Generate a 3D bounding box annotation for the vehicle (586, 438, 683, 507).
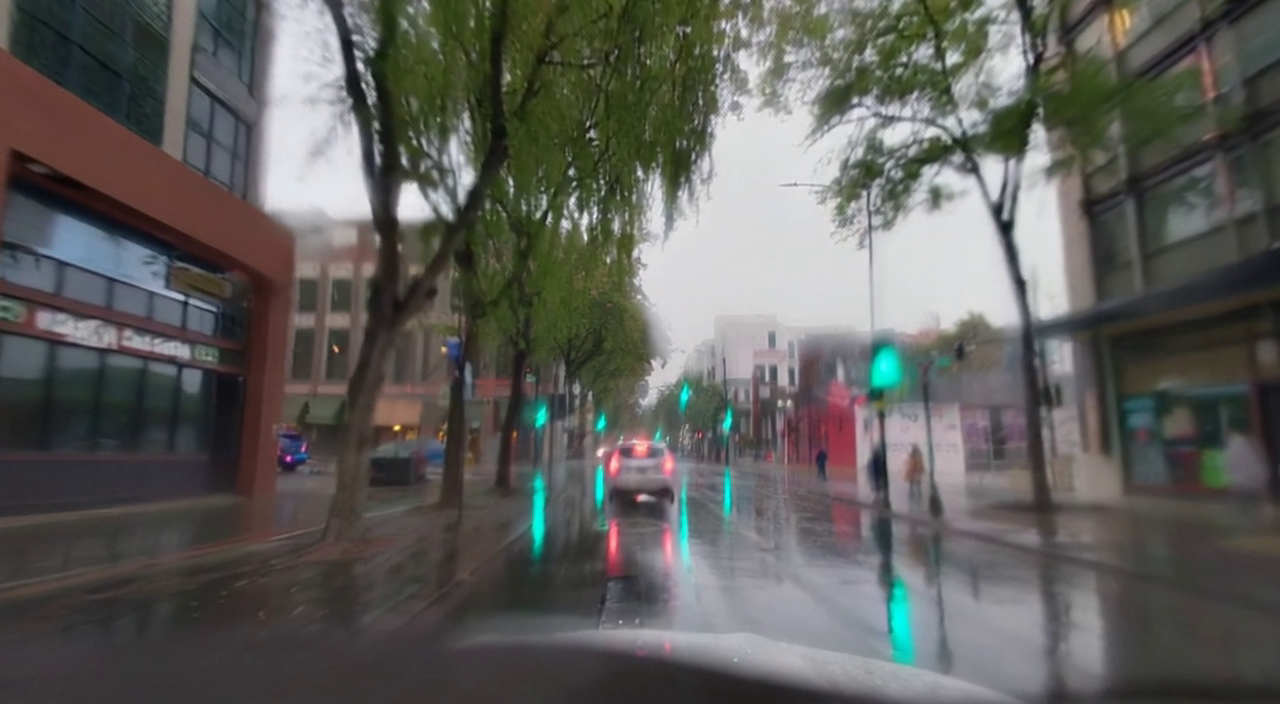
[{"bbox_3d":[-0.130,2.965,16.049,2.106,1.482,4.459,0,-8,0],"label":"vehicle"}]
